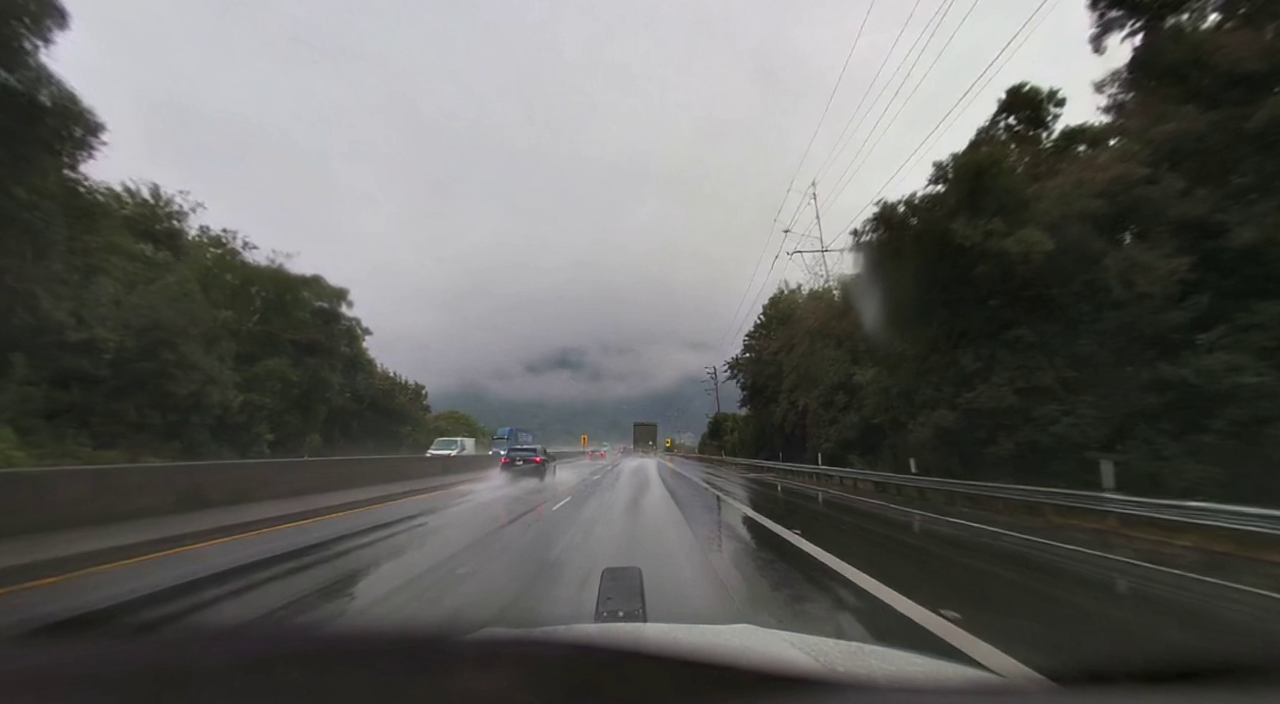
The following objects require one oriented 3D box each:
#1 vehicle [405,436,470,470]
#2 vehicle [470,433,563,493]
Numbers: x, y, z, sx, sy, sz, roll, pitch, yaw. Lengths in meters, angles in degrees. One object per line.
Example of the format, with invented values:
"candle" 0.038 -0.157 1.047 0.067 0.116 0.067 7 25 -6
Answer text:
"vehicle" -11.872 5.937 37.342 2.165 1.856 5.016 0 -9 0
"vehicle" -3.869 3.569 20.523 2.111 1.735 4.066 0 -9 1
